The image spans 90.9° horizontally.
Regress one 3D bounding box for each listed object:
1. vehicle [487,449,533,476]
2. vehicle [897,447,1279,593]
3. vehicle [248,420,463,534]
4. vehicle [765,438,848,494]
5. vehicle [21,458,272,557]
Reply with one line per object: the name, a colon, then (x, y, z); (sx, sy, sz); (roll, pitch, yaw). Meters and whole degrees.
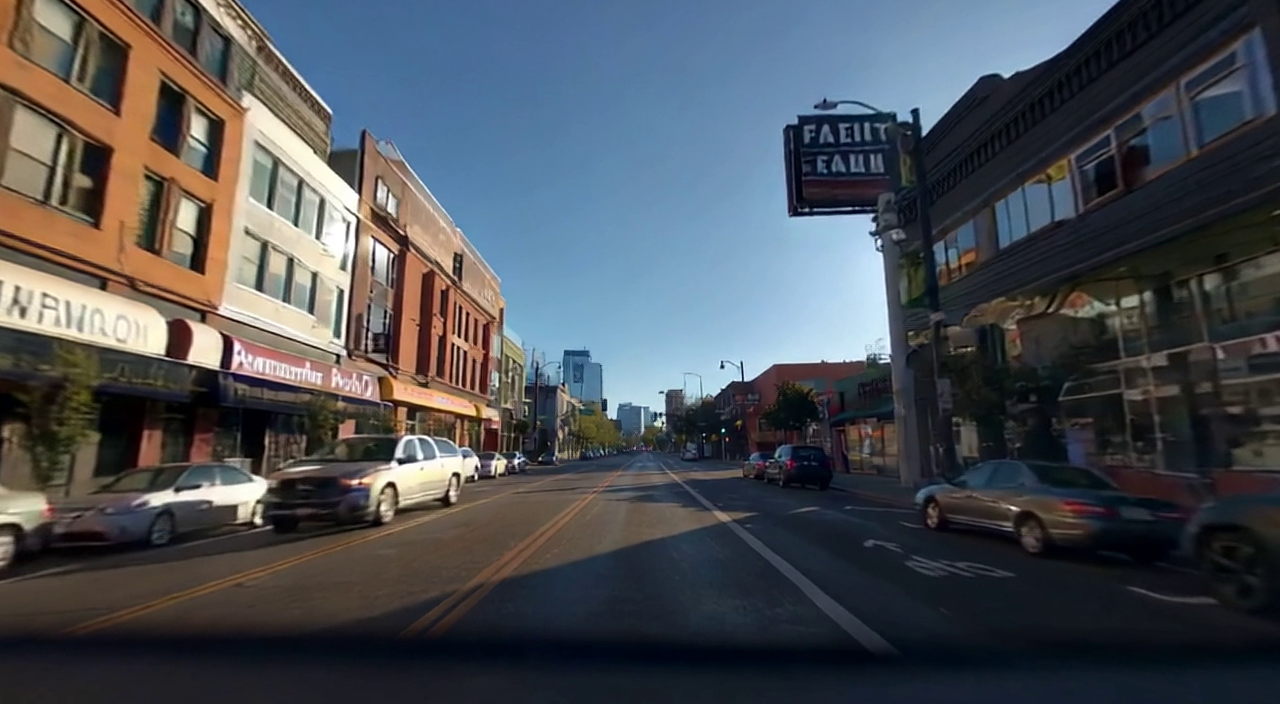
vehicle: (-8.550, 7.312, 41.873); (1.961, 1.627, 4.634); (0, -8, 2)
vehicle: (5.683, 2.079, 8.868); (2.032, 1.466, 4.660); (0, -9, -2)
vehicle: (-5.672, 2.556, 13.572); (2.203, 1.937, 5.133); (0, -9, 0)
vehicle: (6.081, 4.190, 23.605); (1.922, 1.871, 4.477); (0, -8, 1)
vehicle: (-9.032, 2.858, 12.020); (1.783, 1.512, 3.678); (-1, -11, -1)
